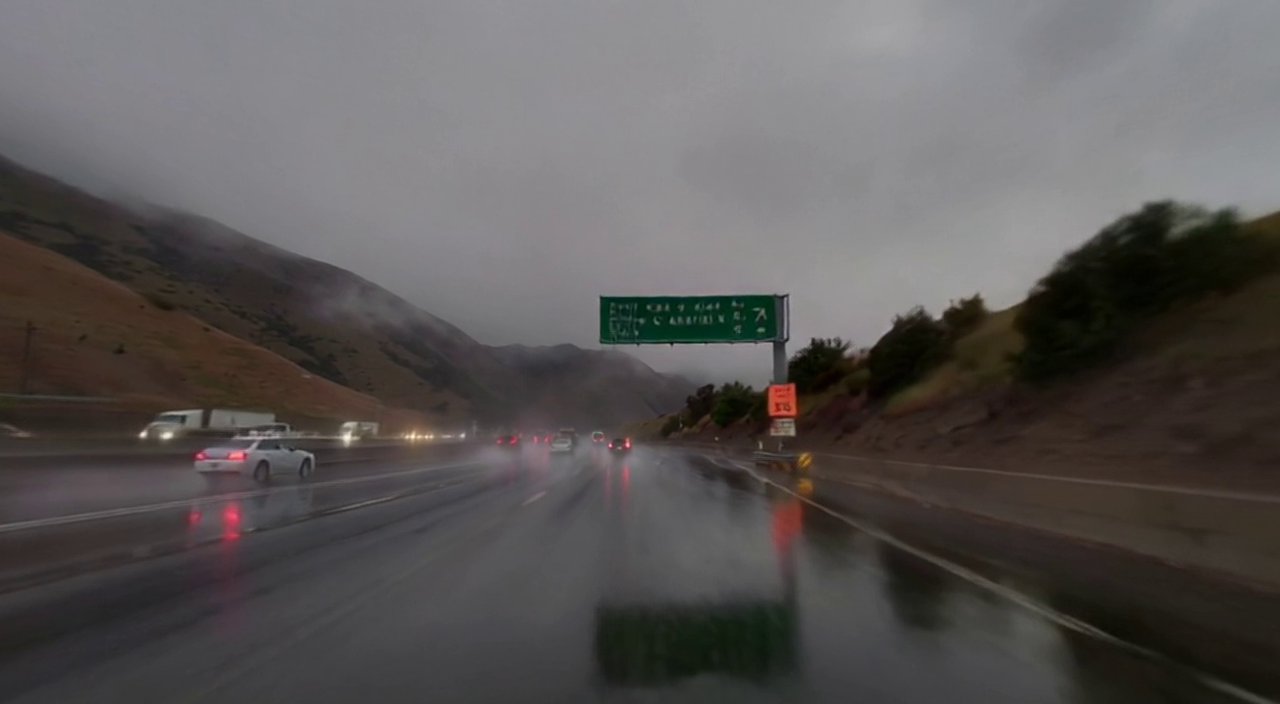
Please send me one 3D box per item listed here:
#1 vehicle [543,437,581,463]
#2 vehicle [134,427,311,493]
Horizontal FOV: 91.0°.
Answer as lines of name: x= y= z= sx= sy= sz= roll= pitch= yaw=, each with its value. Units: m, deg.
vehicle: x=-5.125 y=6.502 z=41.820 sx=2.060 sy=1.631 sz=4.214 roll=0 pitch=-8 yaw=-1
vehicle: x=-11.704 y=3.066 z=18.138 sx=2.047 sy=1.645 sz=4.451 roll=0 pitch=-8 yaw=-1
